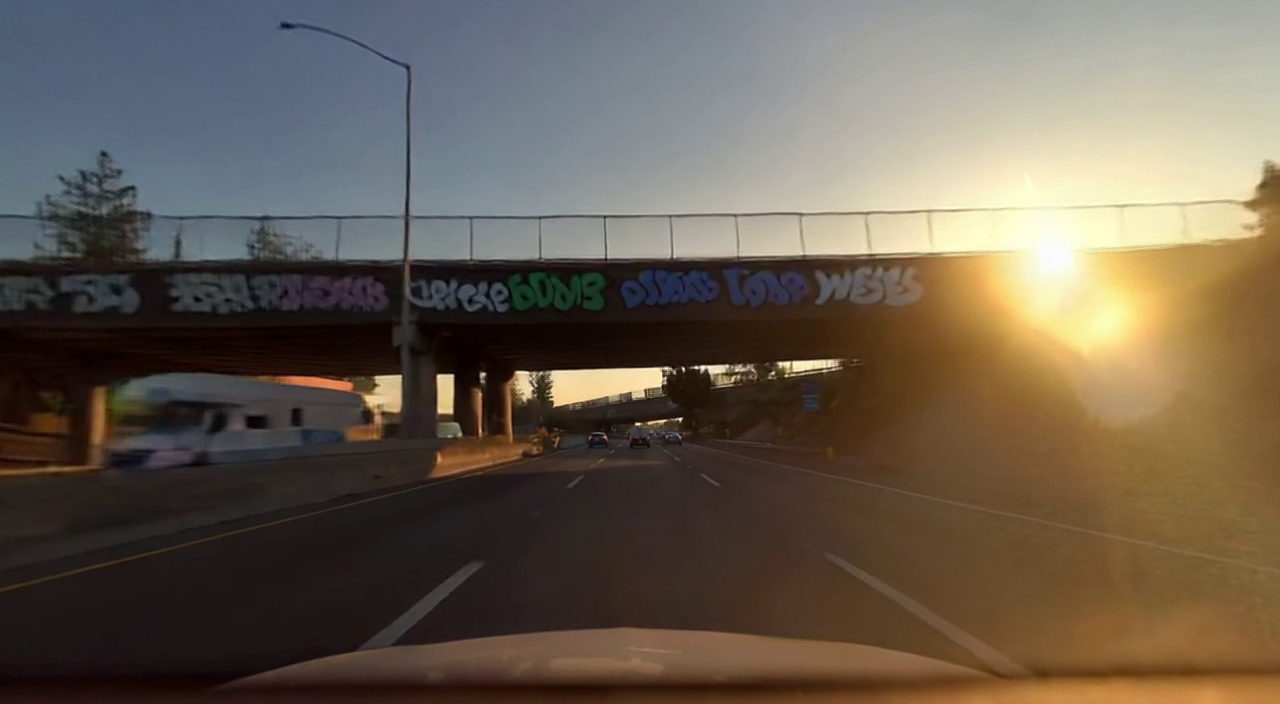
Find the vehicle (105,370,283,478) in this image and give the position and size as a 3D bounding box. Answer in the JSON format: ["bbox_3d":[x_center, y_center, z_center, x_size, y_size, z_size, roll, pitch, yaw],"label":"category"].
[{"bbox_3d":[-17.908,3.005,25.918,2.916,3.893,5.850,0,-8,-1],"label":"vehicle"}]
